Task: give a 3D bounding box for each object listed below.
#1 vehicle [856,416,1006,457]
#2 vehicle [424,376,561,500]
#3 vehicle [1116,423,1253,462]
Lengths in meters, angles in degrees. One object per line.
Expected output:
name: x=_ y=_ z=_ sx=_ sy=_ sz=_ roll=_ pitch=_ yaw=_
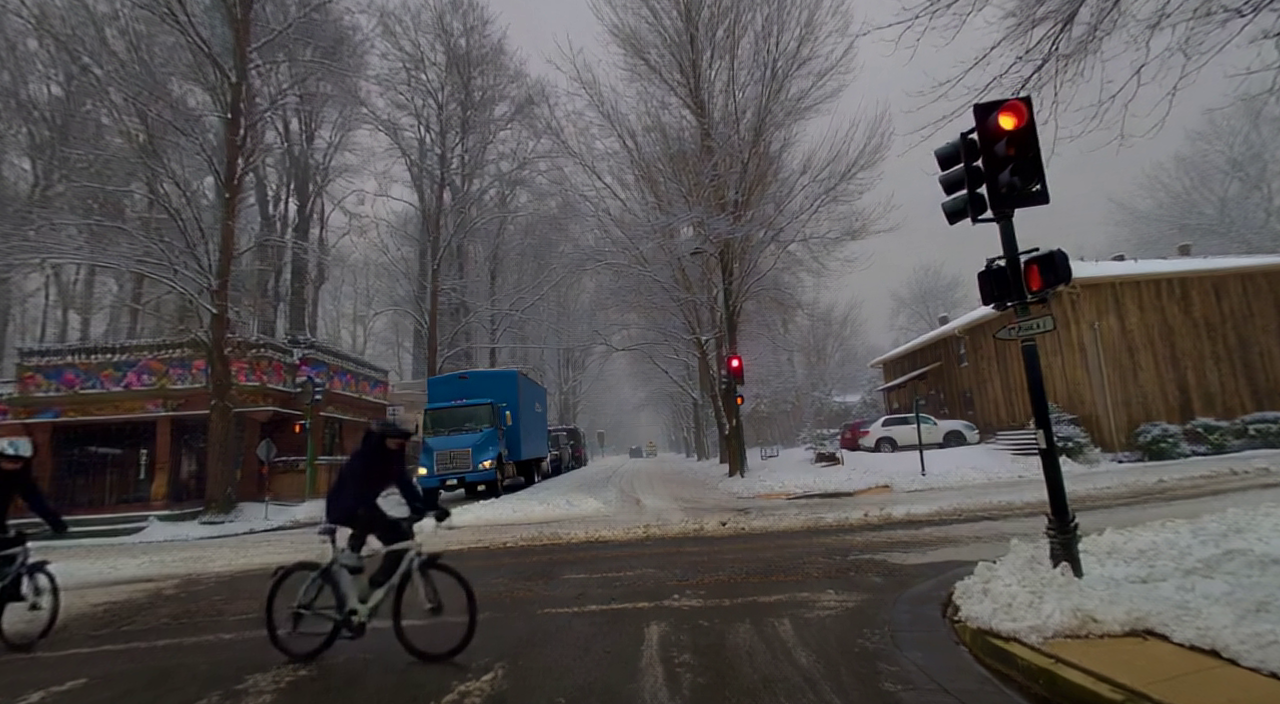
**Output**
vehicle: x=10.688 y=3.143 z=23.428 sx=4.643 sy=1.456 sz=1.820 roll=-1 pitch=-8 yaw=5
vehicle: x=-5.846 y=3.734 z=27.182 sx=3.113 sy=4.041 sz=10.284 roll=-6 pitch=-8 yaw=0
vehicle: x=24.954 y=4.159 z=29.018 sx=4.268 sy=1.695 sz=2.053 roll=0 pitch=-8 yaw=3
